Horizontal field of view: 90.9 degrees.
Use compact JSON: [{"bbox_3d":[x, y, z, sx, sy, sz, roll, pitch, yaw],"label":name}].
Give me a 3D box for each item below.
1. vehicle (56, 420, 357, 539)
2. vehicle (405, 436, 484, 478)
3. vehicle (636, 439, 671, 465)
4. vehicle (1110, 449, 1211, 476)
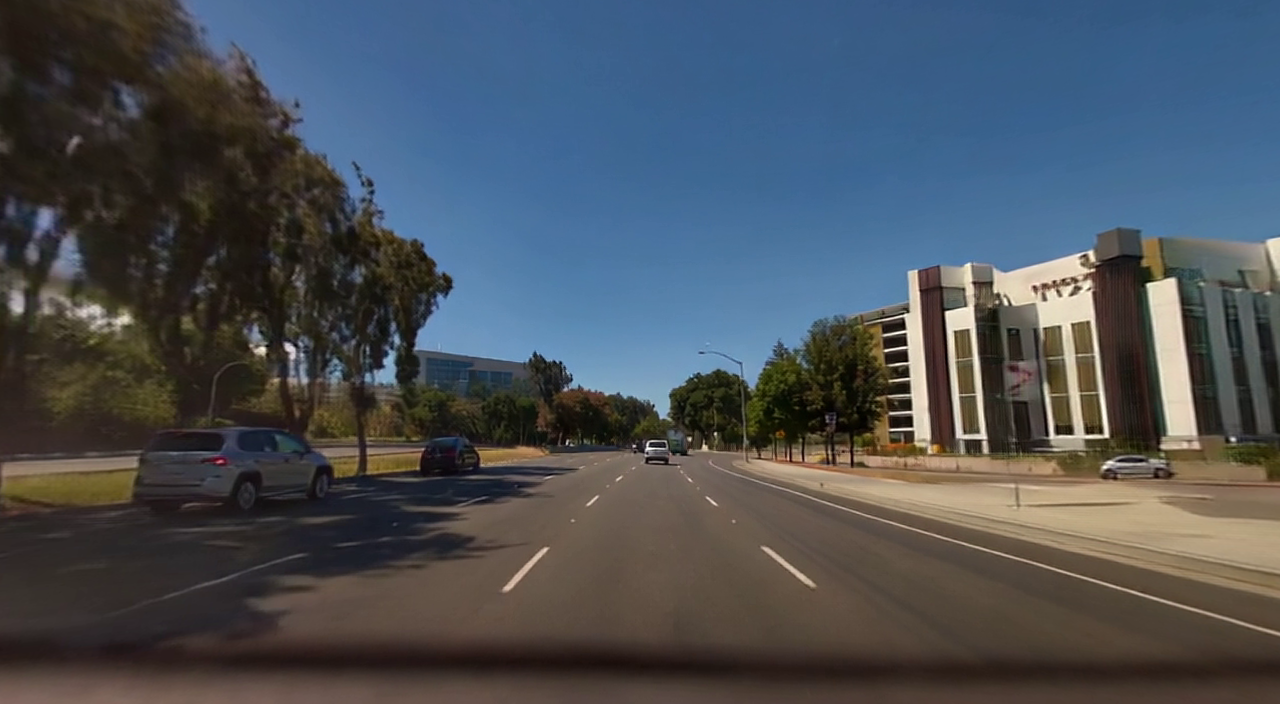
[{"bbox_3d":[-7.460,2.228,11.651,2.181,1.728,4.515,0,-9,3],"label":"vehicle"},{"bbox_3d":[-9.019,4.887,29.574,2.097,1.782,4.682,0,-9,2],"label":"vehicle"},{"bbox_3d":[1.028,7.206,45.543,2.345,1.803,4.261,0,-9,3],"label":"vehicle"},{"bbox_3d":[31.876,6.768,38.843,1.966,1.494,4.685,1,-9,-6],"label":"vehicle"}]
